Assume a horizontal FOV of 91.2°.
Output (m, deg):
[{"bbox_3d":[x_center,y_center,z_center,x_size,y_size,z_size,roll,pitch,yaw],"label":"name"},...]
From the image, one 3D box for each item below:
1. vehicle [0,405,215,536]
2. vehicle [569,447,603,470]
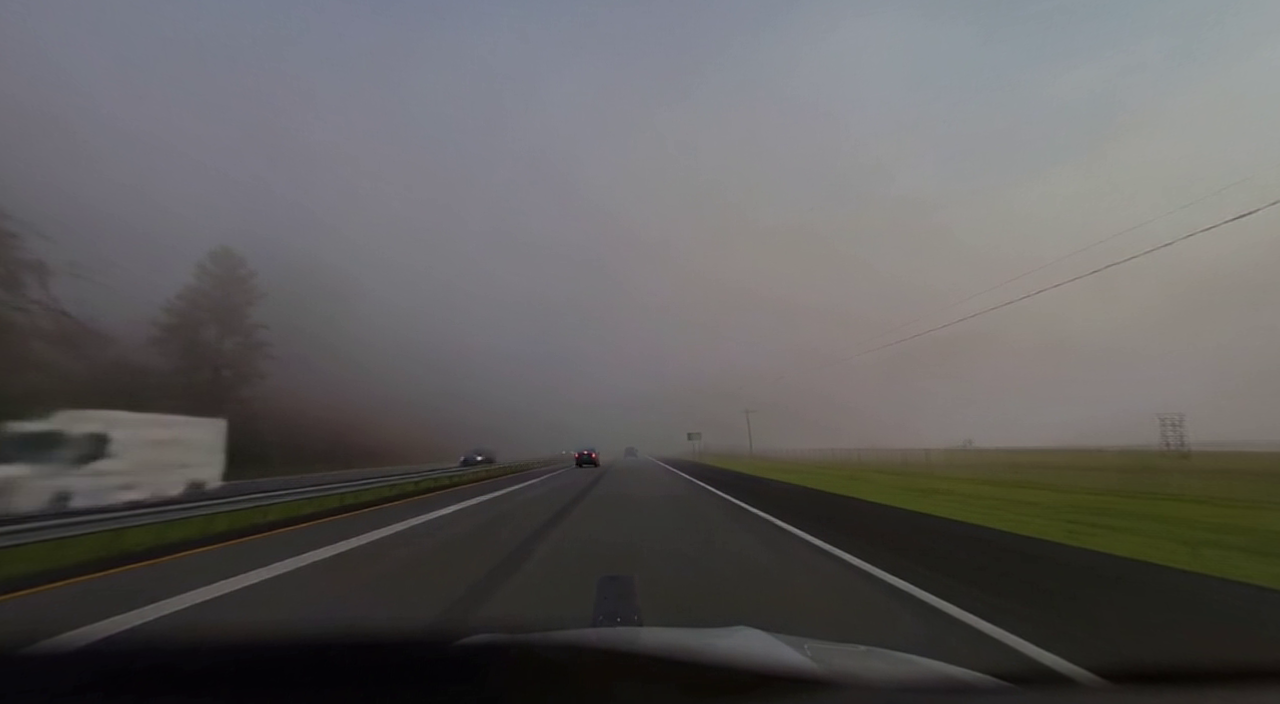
[{"bbox_3d":[-12.740,2.597,14.277,2.329,2.393,5.349,0,-9,-1],"label":"vehicle"},{"bbox_3d":[-3.881,7.741,45.642,2.123,1.545,4.404,0,-9,0],"label":"vehicle"}]
